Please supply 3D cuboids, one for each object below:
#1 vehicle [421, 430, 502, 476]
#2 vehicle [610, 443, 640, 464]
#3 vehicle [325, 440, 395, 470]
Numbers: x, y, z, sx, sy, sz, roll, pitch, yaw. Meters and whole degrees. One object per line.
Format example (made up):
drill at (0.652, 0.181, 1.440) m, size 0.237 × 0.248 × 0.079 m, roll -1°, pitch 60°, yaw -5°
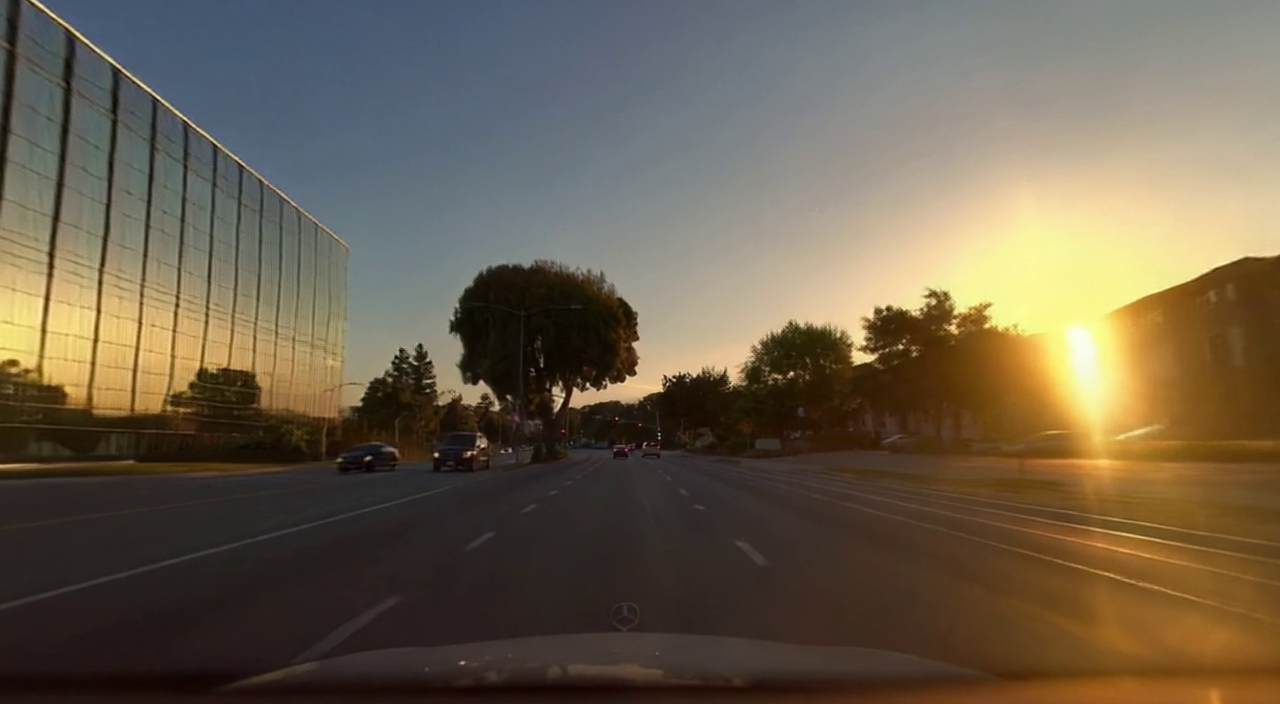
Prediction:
vehicle at (-8.675, 4.931, 31.347) m, size 2.631 × 1.990 × 5.787 m, roll 2°, pitch -8°, yaw -4°
vehicle at (-1.086, 7.388, 45.999) m, size 2.080 × 1.445 × 4.096 m, roll 0°, pitch -8°, yaw -2°
vehicle at (-15.952, 5.887, 36.317) m, size 1.975 × 1.596 × 4.555 m, roll 0°, pitch -8°, yaw -1°
